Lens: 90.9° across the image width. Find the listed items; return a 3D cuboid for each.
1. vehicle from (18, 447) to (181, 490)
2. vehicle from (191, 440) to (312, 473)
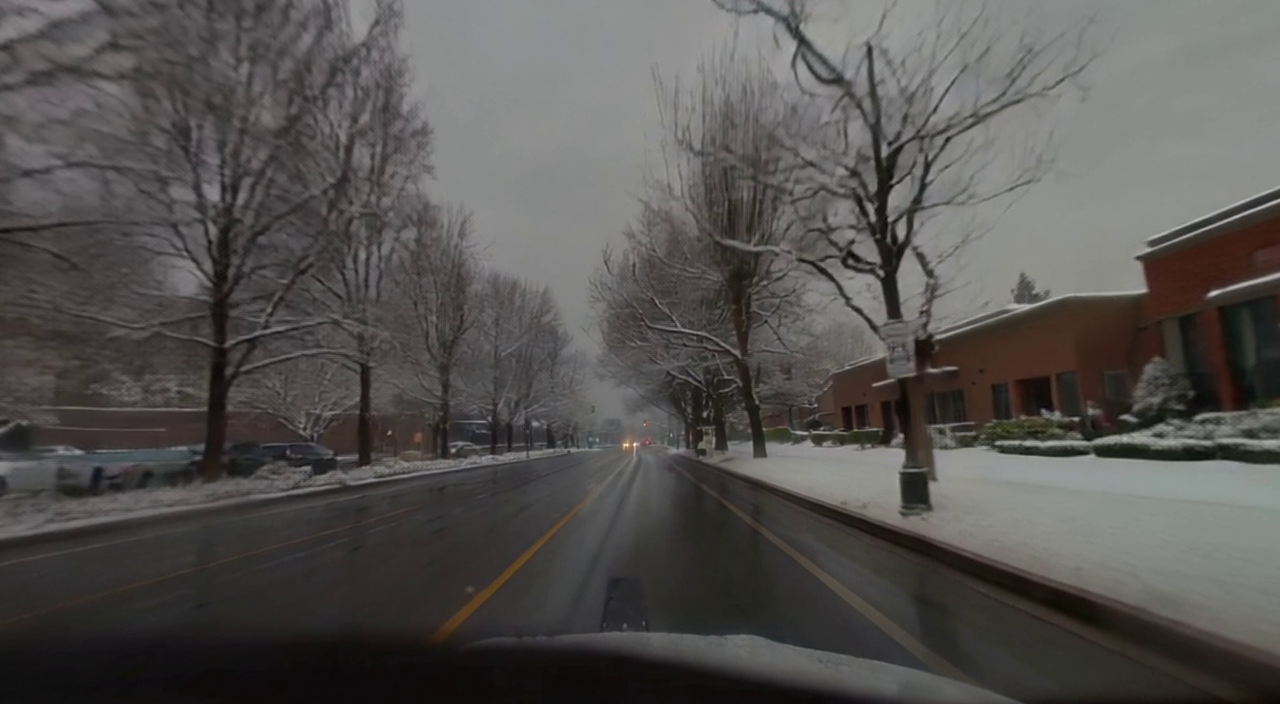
[{"bbox_3d":[-19.370,4.177,22.733,4.005,1.433,1.953,0,-8,0],"label":"vehicle"},{"bbox_3d":[-19.105,5.122,31.138,4.606,1.544,1.965,0,-8,-1],"label":"vehicle"}]
